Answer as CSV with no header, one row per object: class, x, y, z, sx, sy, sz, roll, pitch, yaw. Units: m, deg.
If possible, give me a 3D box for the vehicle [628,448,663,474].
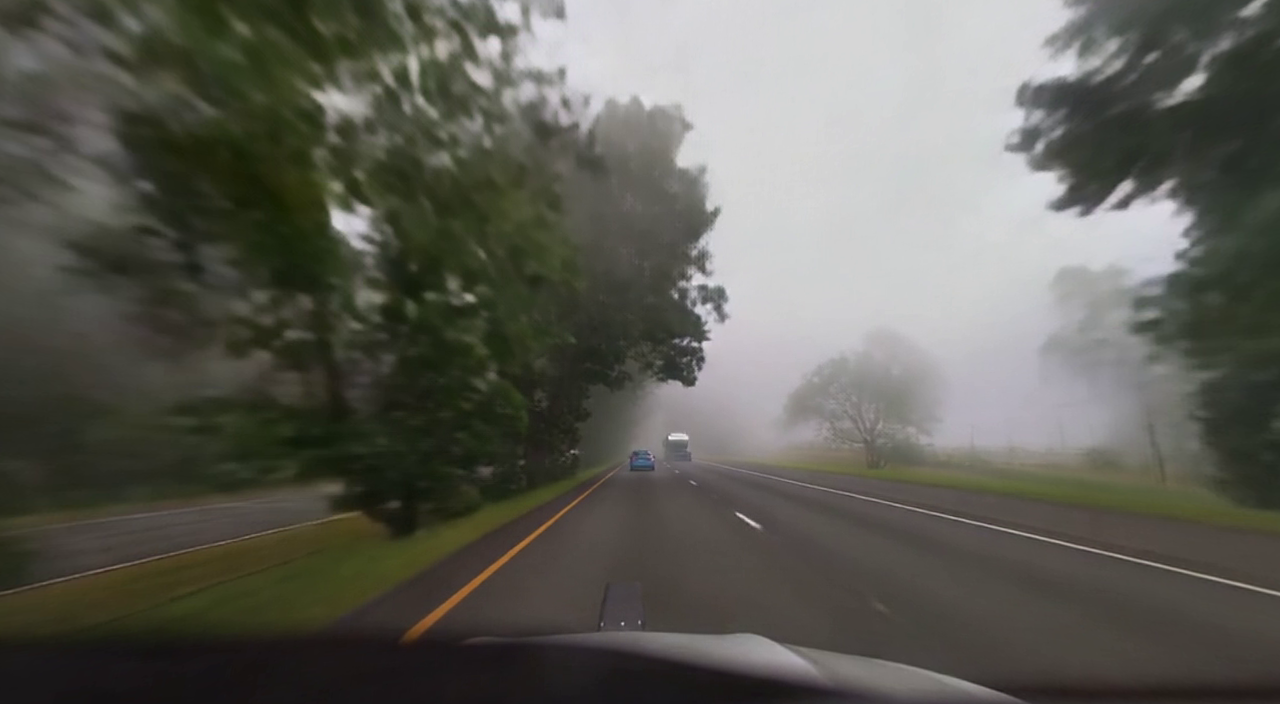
vehicle,0.301,6.379,37.069,1.926,1.386,3.615,0,-9,0
